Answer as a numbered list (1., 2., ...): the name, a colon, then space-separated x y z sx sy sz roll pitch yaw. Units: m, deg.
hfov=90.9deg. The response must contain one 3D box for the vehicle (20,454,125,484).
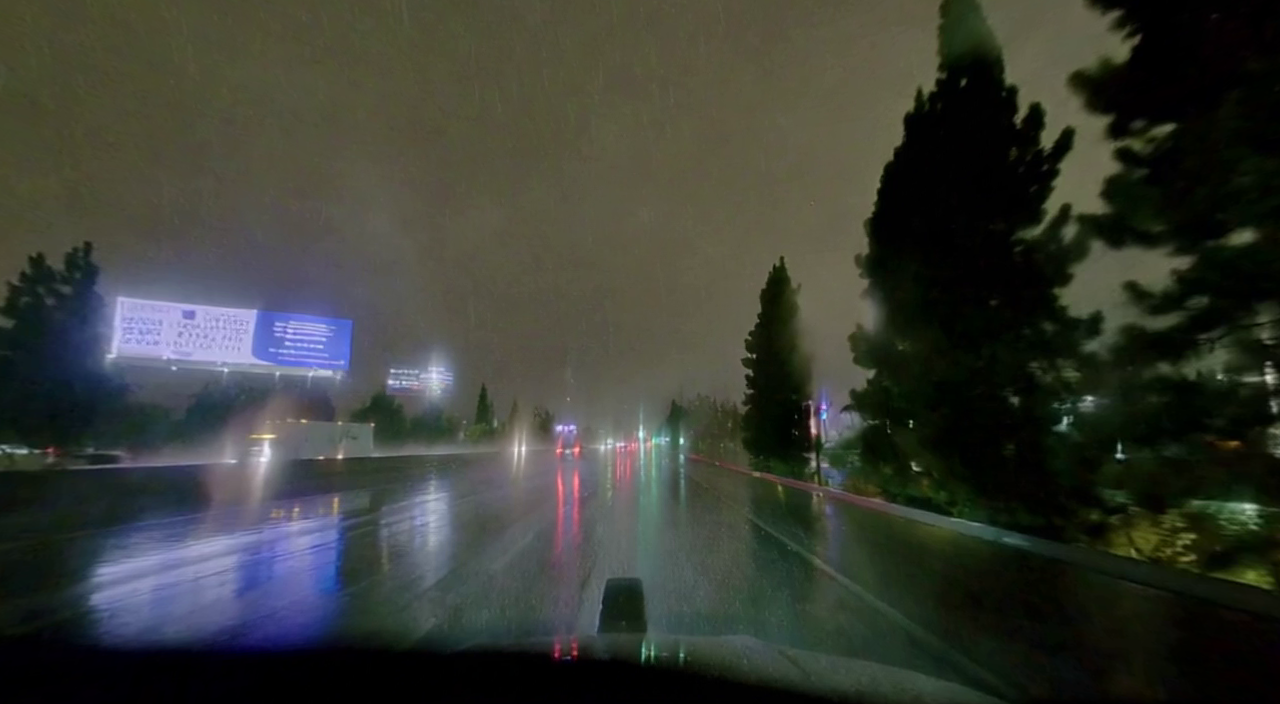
1. vehicle: -31.754 6.541 35.494 1.916 1.476 4.229 0 -8 0

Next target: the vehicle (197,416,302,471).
1. vehicle: -28.023 6.652 45.725 3.018 3.658 6.782 0 -8 1
